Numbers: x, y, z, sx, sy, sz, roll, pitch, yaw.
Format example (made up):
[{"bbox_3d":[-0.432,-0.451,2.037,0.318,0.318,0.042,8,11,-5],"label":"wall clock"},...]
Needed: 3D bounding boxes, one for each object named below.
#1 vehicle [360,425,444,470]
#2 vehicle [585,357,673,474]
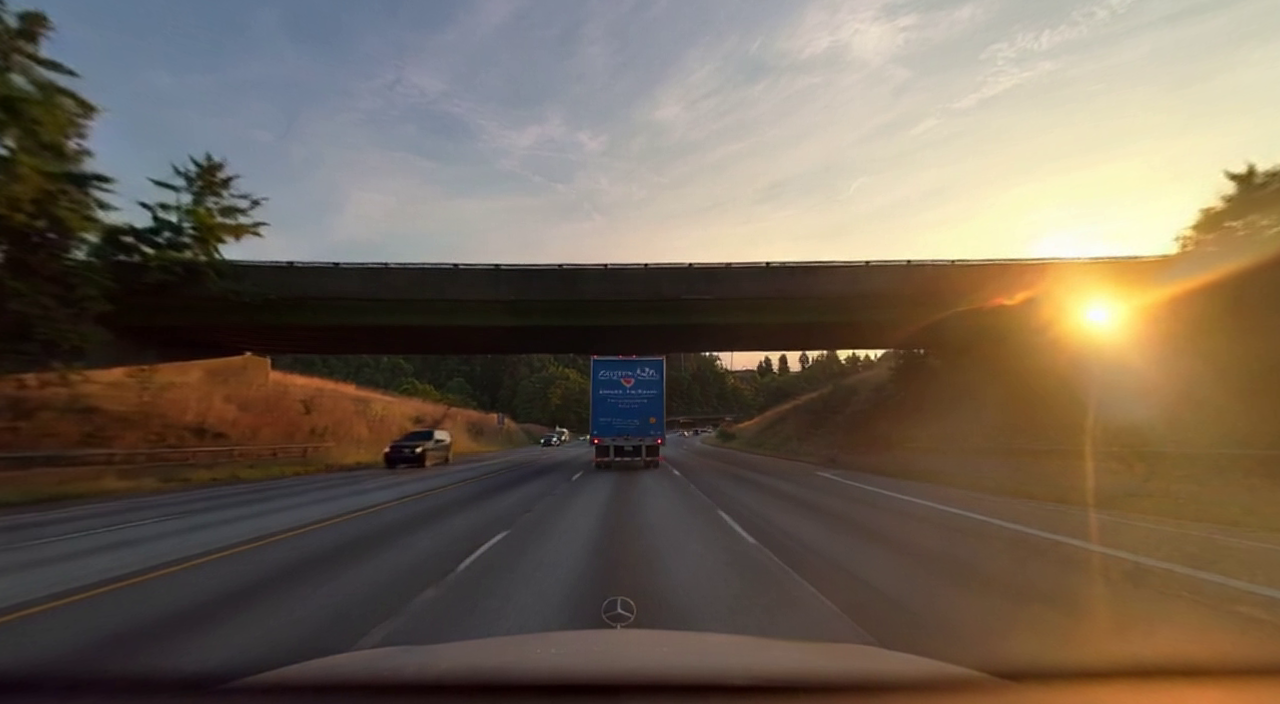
[{"bbox_3d":[-8.812,3.560,23.626,1.828,1.533,3.432,0,-8,0],"label":"vehicle"},{"bbox_3d":[-0.604,2.772,26.192,2.895,3.861,10.213,0,-8,-3],"label":"vehicle"}]
